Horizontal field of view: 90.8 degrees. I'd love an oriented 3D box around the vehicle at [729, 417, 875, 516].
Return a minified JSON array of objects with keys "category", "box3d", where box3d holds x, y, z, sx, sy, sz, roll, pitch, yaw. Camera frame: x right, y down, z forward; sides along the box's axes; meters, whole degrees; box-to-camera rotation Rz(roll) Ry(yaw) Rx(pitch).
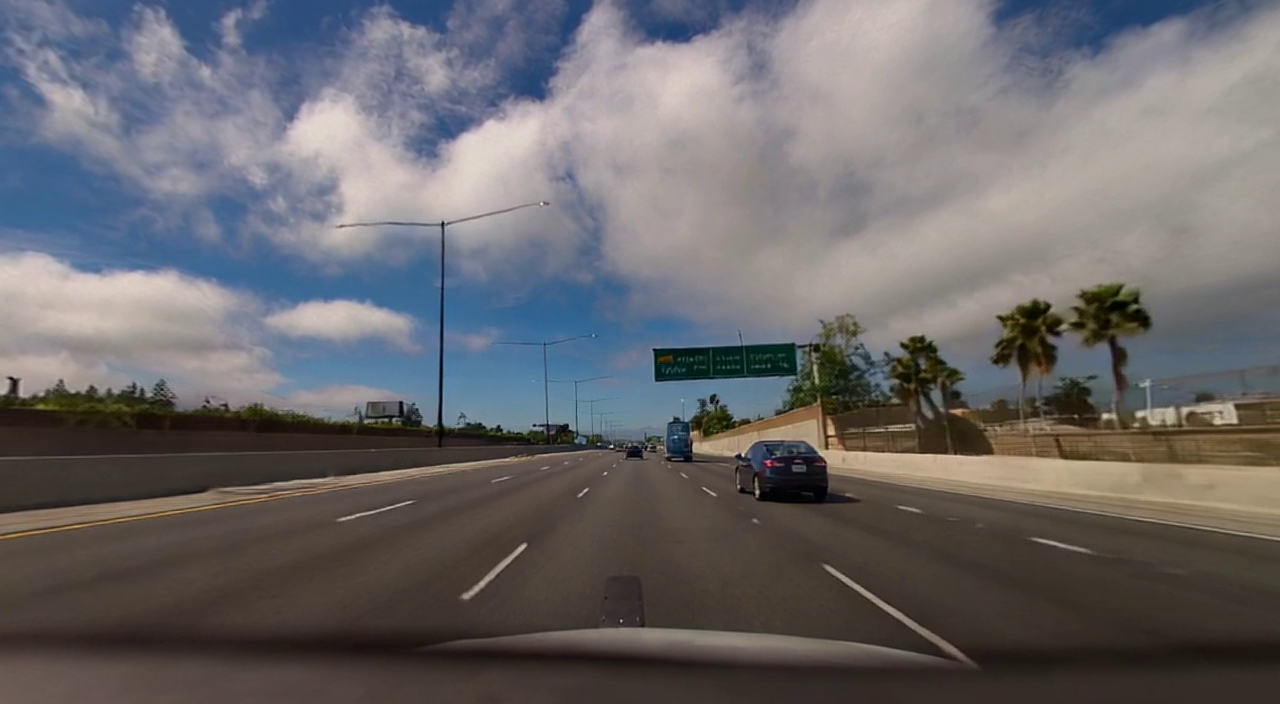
[{"category":"vehicle","box3d":[3.533,2.614,14.885,2.035,1.931,4.841,0,-9,-1]}]
